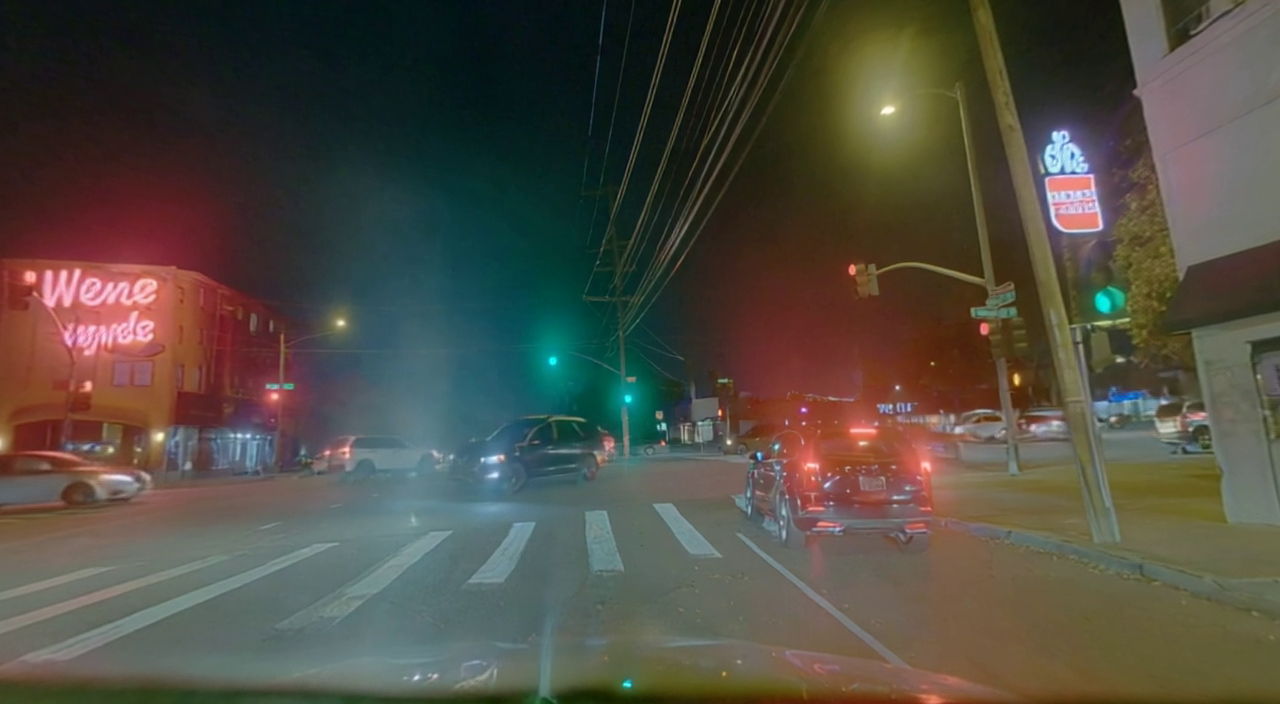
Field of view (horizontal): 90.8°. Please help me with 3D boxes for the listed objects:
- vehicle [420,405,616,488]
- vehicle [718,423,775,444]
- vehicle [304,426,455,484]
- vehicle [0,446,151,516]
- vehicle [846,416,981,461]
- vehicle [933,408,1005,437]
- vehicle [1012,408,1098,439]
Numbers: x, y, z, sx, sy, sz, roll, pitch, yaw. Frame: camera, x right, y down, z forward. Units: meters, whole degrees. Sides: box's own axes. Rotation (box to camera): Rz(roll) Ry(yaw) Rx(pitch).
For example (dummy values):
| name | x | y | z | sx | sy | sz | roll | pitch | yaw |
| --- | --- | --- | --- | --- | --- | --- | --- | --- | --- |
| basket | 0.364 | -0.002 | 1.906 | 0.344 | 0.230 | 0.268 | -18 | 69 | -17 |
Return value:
| name | x | y | z | sx | sy | sz | roll | pitch | yaw |
| --- | --- | --- | --- | --- | --- | --- | --- | --- | --- |
| vehicle | -3.234 | 2.722 | 18.260 | 2.374 | 1.985 | 5.588 | -5 | -10 | 31 |
| vehicle | 7.607 | 5.866 | 45.402 | 1.866 | 1.430 | 3.901 | 5 | -10 | -30 |
| vehicle | -8.786 | 3.503 | 21.695 | 2.105 | 1.761 | 4.292 | -5 | -10 | 31 |
| vehicle | -14.886 | 3.123 | 15.584 | 4.300 | 1.579 | 2.166 | 6 | -10 | -36 |
| vehicle | 9.891 | 3.140 | 22.806 | 4.707 | 1.487 | 1.907 | 4 | -10 | -28 |
| vehicle | 22.439 | 4.845 | 43.044 | 4.474 | 1.788 | 2.039 | 4 | -10 | -28 |
| vehicle | 21.439 | 3.736 | 32.615 | 4.433 | 1.453 | 1.804 | 4 | -10 | -30 |
